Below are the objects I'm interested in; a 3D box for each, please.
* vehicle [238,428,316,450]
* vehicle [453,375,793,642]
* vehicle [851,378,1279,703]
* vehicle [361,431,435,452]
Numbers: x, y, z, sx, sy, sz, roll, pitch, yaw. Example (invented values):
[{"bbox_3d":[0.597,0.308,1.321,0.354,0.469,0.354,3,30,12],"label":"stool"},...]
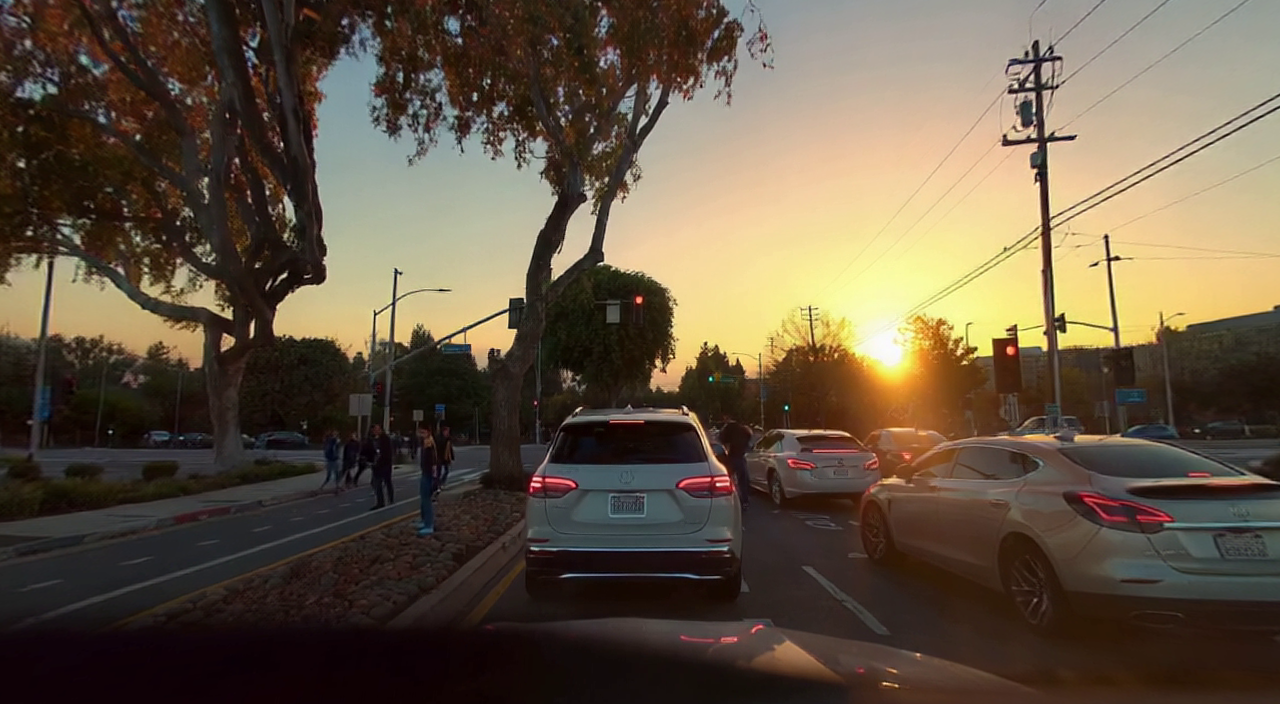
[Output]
[{"bbox_3d":[-27.127,6.527,47.209,4.587,1.639,1.878,0,-8,1],"label":"vehicle"},{"bbox_3d":[-0.159,1.368,6.536,2.271,1.786,4.443,0,-8,-1],"label":"vehicle"},{"bbox_3d":[3.561,1.298,5.557,1.948,1.677,4.437,0,-8,1],"label":"vehicle"},{"bbox_3d":[-17.754,6.562,46.367,4.607,1.478,1.995,0,-8,0],"label":"vehicle"}]
